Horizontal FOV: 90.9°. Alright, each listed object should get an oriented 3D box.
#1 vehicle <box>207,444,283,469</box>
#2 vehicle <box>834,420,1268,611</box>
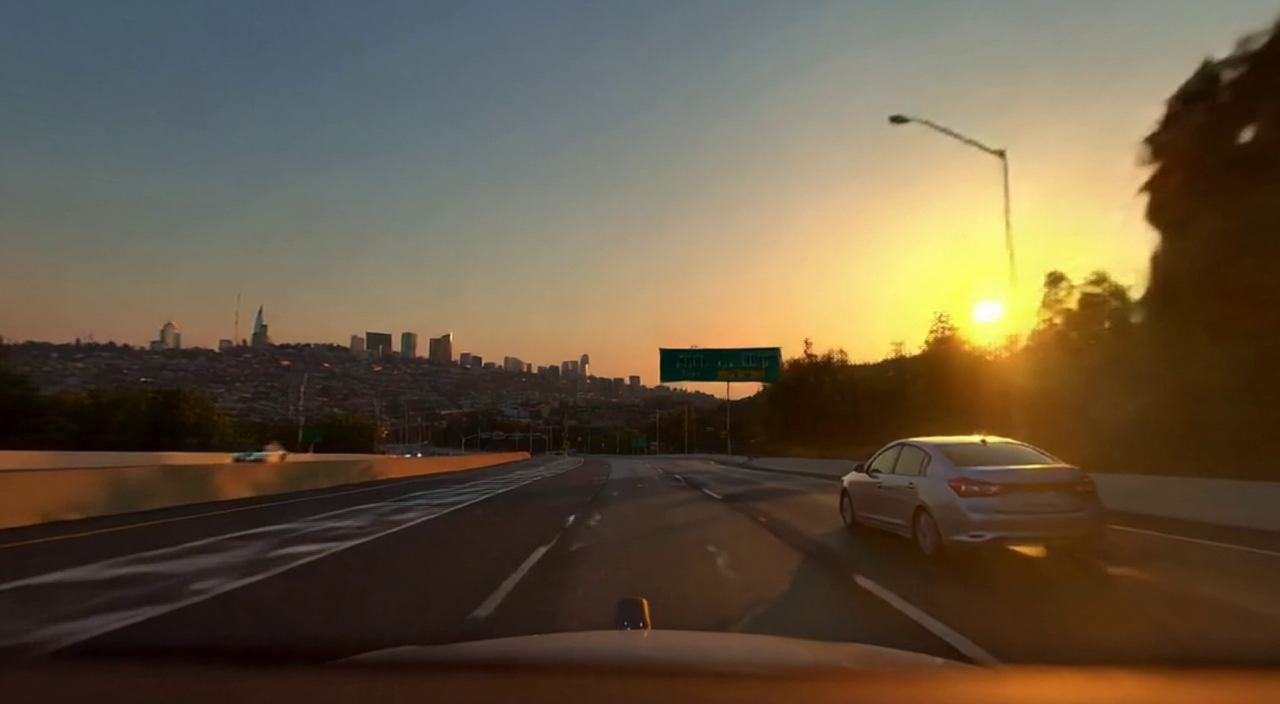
[{"bbox_3d":[-26.372,6.994,42.337,1.923,1.536,4.887,0,-8,0],"label":"vehicle"},{"bbox_3d":[4.182,1.707,7.696,2.104,1.575,4.698,0,-8,0],"label":"vehicle"}]
